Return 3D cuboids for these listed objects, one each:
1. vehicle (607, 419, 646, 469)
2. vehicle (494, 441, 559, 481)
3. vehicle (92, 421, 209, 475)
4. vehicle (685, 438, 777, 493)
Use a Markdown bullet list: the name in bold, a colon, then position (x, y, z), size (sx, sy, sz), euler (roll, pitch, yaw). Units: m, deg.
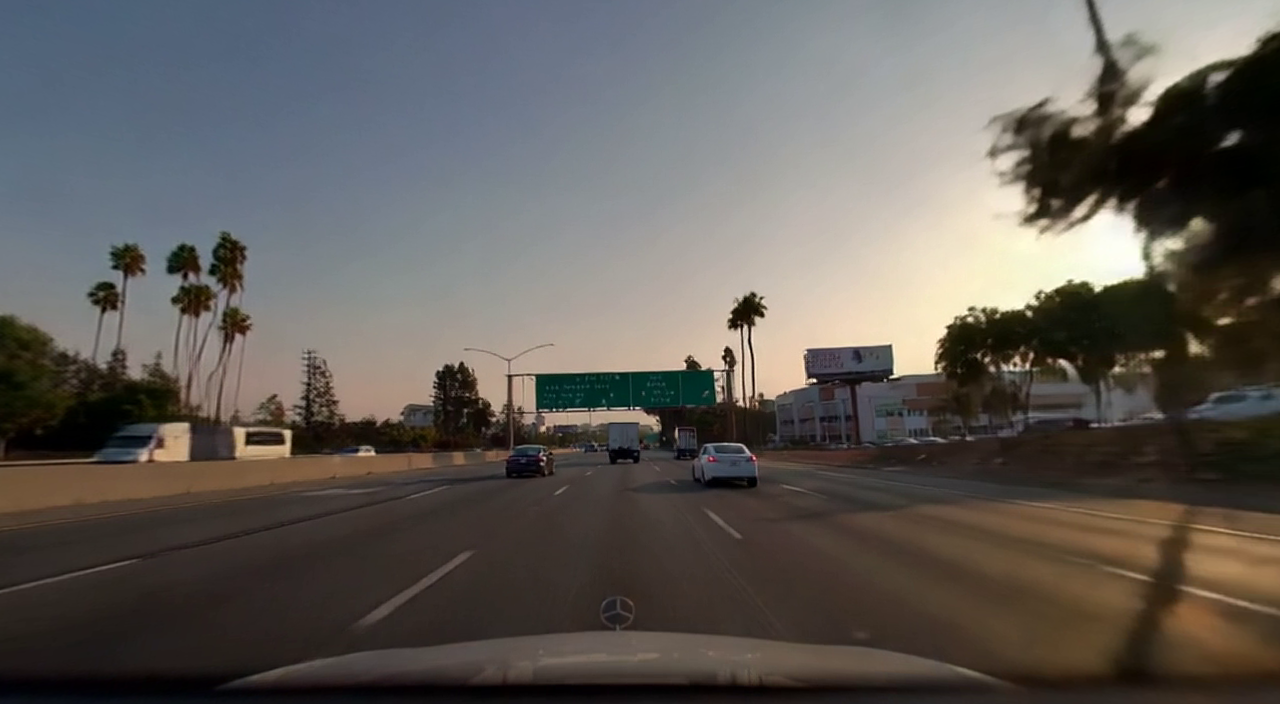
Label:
- **vehicle**: position (-0.915, 5.968, 40.870), size (2.364, 2.953, 6.495), euler (0, -9, -2)
- **vehicle**: position (-4.915, 4.753, 27.968), size (2.021, 1.598, 4.887), euler (0, -9, -1)
- **vehicle**: position (-35.728, 7.058, 46.501), size (3.041, 3.650, 6.644), euler (0, -9, 0)
- **vehicle**: position (2.842, 3.678, 20.917), size (2.175, 1.598, 4.584), euler (0, -9, -3)
